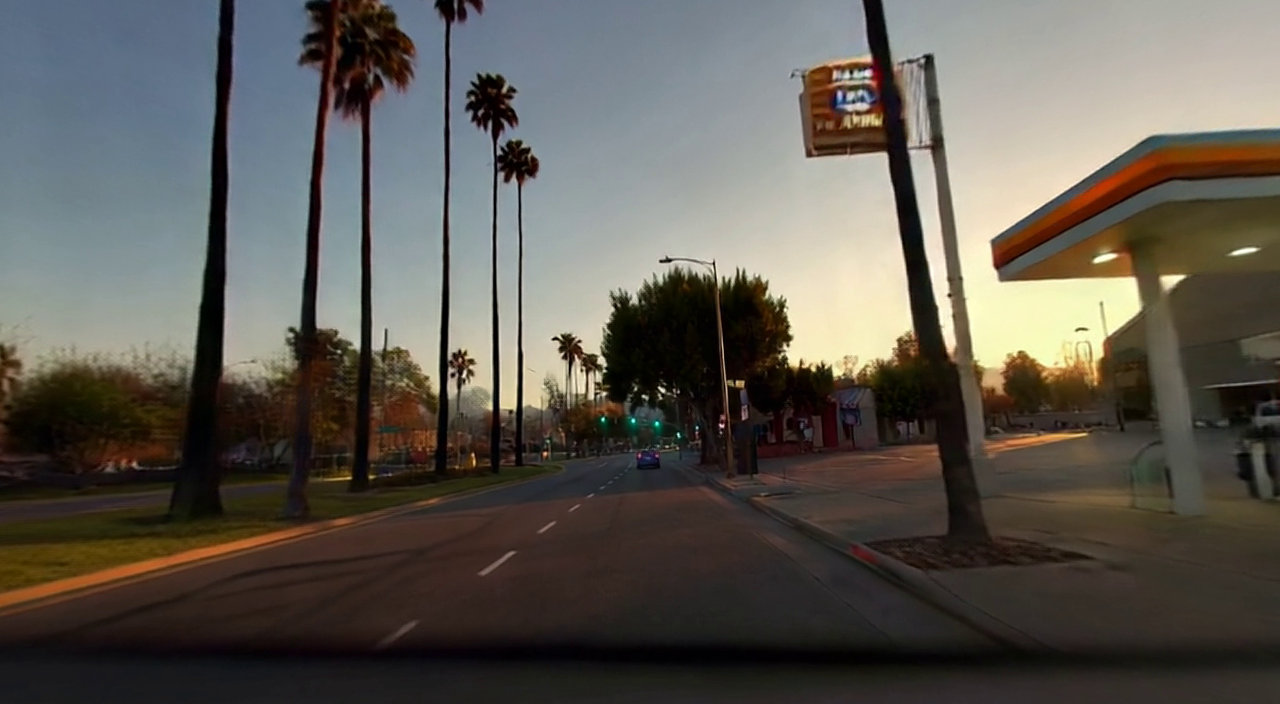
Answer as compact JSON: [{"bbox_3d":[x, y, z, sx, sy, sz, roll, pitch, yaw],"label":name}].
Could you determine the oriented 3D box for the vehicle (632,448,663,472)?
[{"bbox_3d":[0.530,7.382,43.088,2.050,1.509,4.148,0,-8,1],"label":"vehicle"}]
